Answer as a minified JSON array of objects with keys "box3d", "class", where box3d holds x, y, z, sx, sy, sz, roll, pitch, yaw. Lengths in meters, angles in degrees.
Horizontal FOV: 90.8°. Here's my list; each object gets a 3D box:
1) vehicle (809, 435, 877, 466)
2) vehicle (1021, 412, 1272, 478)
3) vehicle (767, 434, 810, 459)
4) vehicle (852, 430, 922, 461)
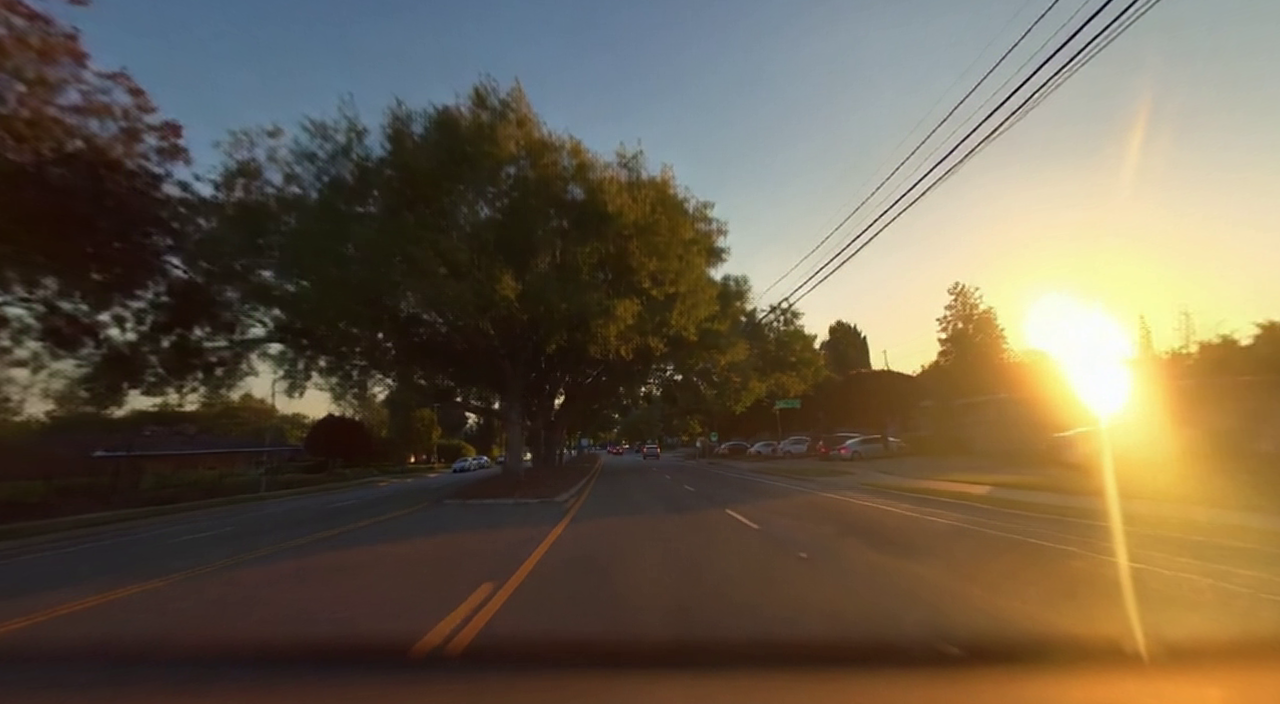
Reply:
[{"box3d":[10.321,5.034,32.501,1.847,1.455,4.650,0,-8,-1],"class":"vehicle"},{"box3d":[12.841,2.391,16.269,4.767,1.557,1.994,0,-8,-2],"class":"vehicle"},{"box3d":[10.817,6.916,46.327,2.044,1.716,4.637,0,-8,1],"class":"vehicle"},{"box3d":[12.812,4.905,33.072,1.889,1.499,4.218,0,-8,-1],"class":"vehicle"}]
